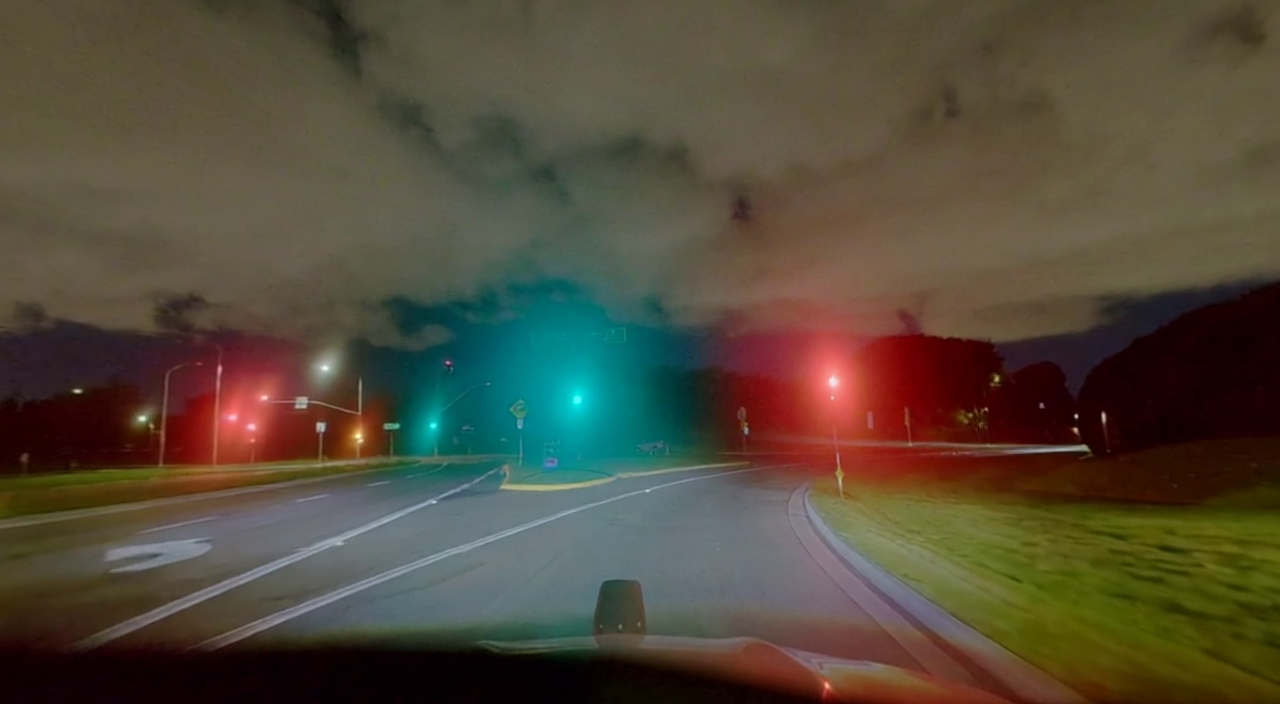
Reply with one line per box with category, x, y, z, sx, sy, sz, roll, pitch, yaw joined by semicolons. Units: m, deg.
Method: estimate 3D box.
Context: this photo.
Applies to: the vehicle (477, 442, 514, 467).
vehicle;-10.317;7.375;45.364;2.126;1.717;4.409;1;-9;-7
